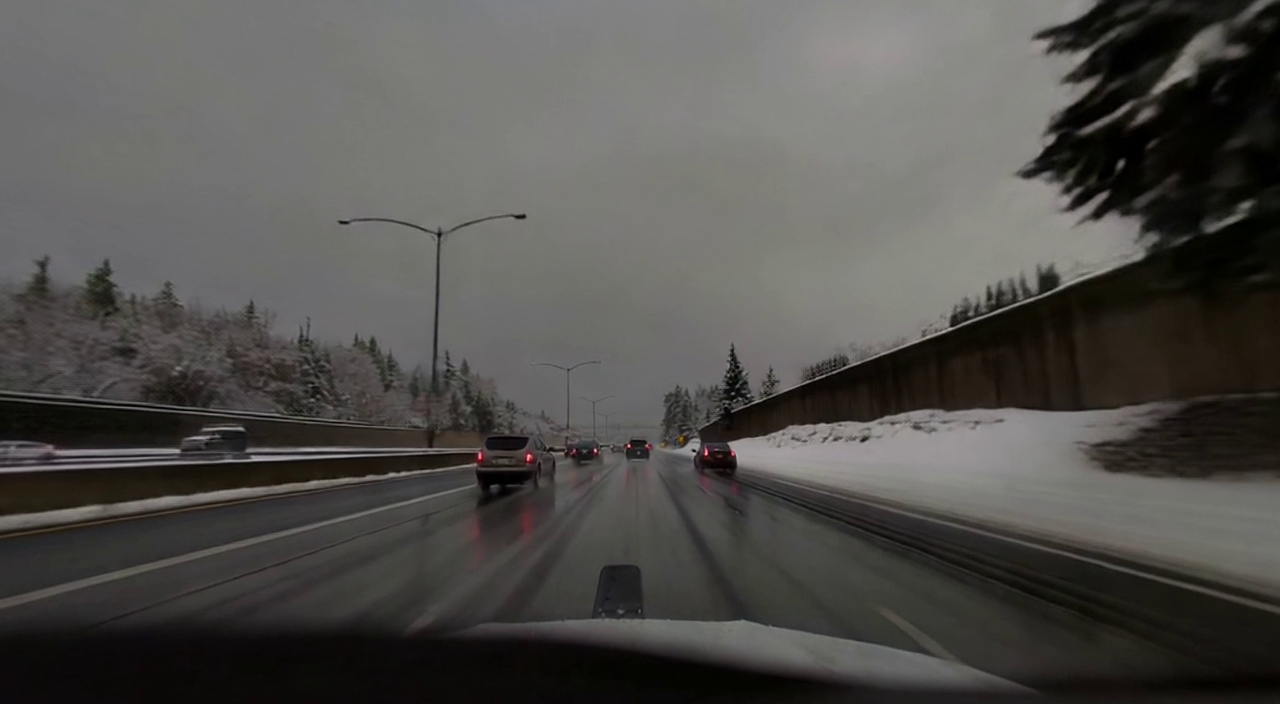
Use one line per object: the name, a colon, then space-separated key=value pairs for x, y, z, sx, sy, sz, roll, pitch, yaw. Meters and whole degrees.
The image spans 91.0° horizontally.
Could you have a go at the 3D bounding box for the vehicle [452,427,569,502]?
vehicle: x=-3.519 y=3.192 z=18.366 sx=2.184 sy=1.819 sz=5.441 roll=0 pitch=-9 yaw=1

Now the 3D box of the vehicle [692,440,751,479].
vehicle: x=3.922 y=5.269 z=31.092 sx=2.224 sy=1.752 sz=4.487 roll=1 pitch=-9 yaw=-1

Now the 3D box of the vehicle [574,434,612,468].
vehicle: x=-3.286 y=7.016 z=44.780 sx=2.378 sy=2.214 sz=4.352 roll=0 pitch=-9 yaw=0

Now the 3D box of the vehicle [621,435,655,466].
vehicle: x=-0.106 y=7.615 z=48.887 sx=2.485 sy=2.215 sz=5.199 roll=0 pitch=-9 yaw=0
